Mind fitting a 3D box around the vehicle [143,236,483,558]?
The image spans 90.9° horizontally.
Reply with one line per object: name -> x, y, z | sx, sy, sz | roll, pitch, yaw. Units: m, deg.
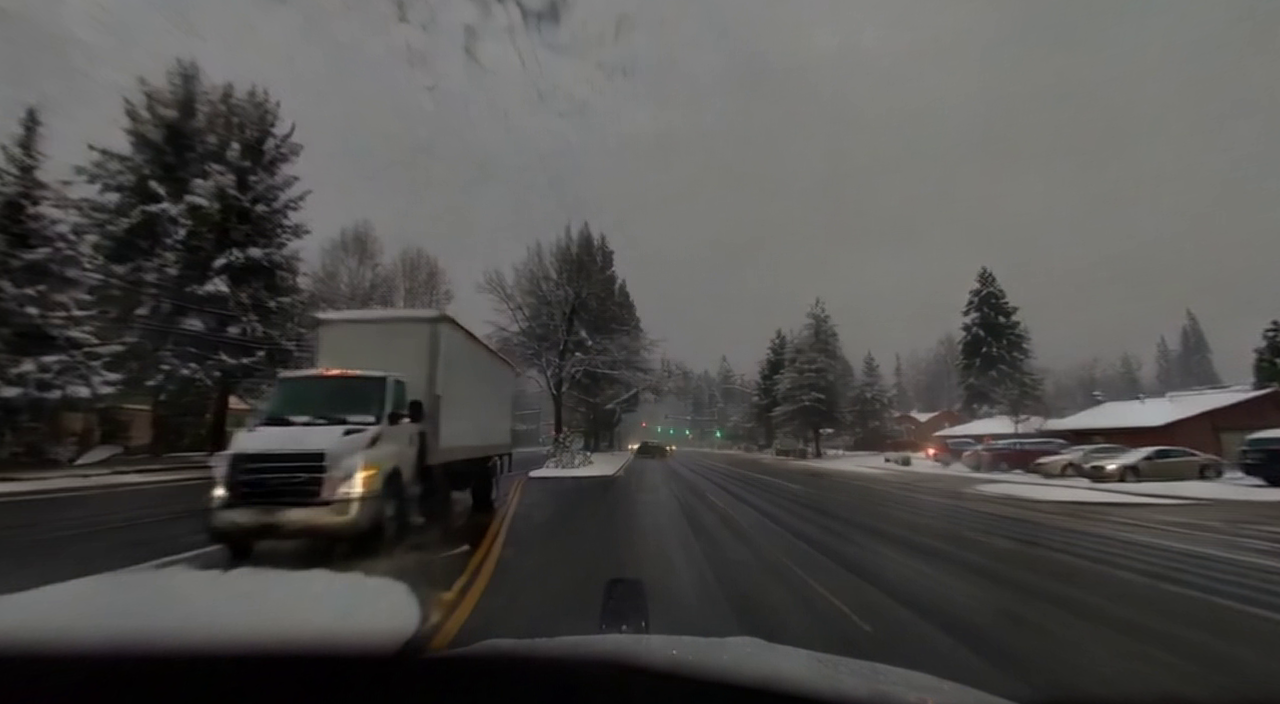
vehicle -> -4.202, 0.712, 9.157 | 3.008, 3.786, 3.422 | 0, -8, -3

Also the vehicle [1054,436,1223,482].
vehicle -> 21.363, 4.589, 27.186 | 5.374, 1.825, 2.157 | 0, -8, 0
